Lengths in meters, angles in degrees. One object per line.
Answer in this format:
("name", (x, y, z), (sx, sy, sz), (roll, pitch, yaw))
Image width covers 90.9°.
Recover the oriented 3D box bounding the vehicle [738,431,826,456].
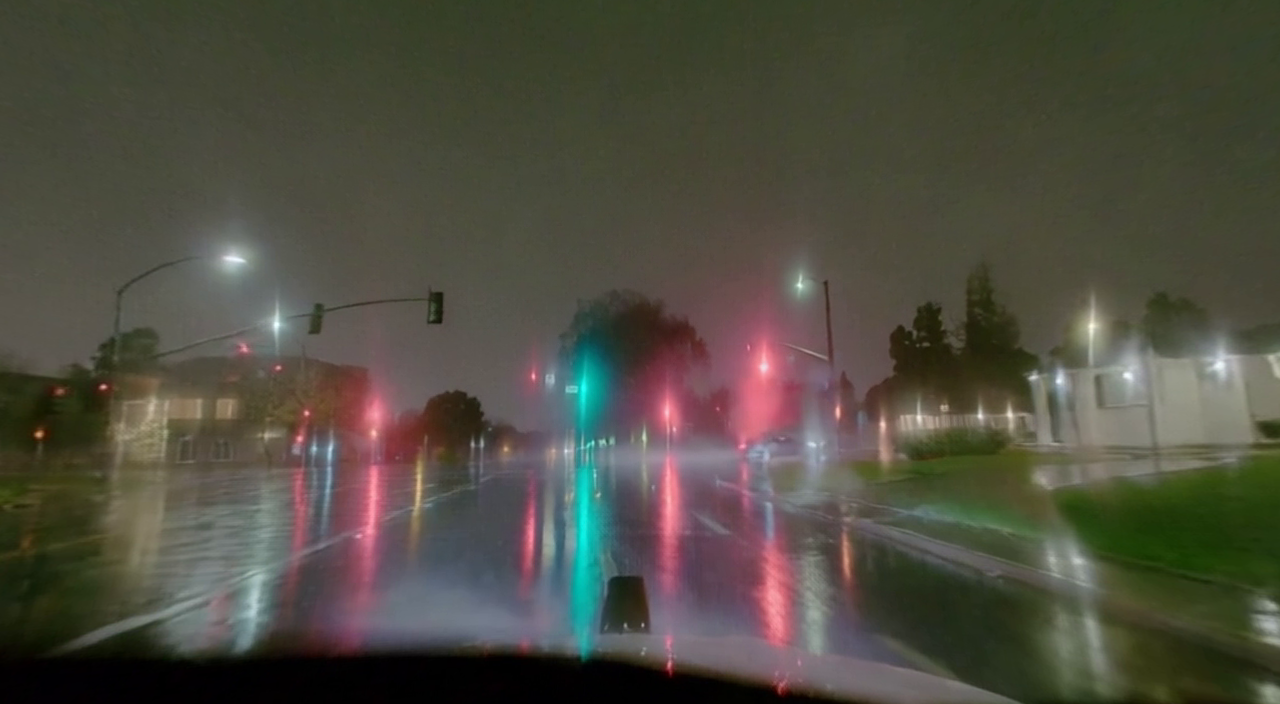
("vehicle", (8.447, 5.482, 37.669), (4.759, 1.461, 1.788), (1, -8, -4))
